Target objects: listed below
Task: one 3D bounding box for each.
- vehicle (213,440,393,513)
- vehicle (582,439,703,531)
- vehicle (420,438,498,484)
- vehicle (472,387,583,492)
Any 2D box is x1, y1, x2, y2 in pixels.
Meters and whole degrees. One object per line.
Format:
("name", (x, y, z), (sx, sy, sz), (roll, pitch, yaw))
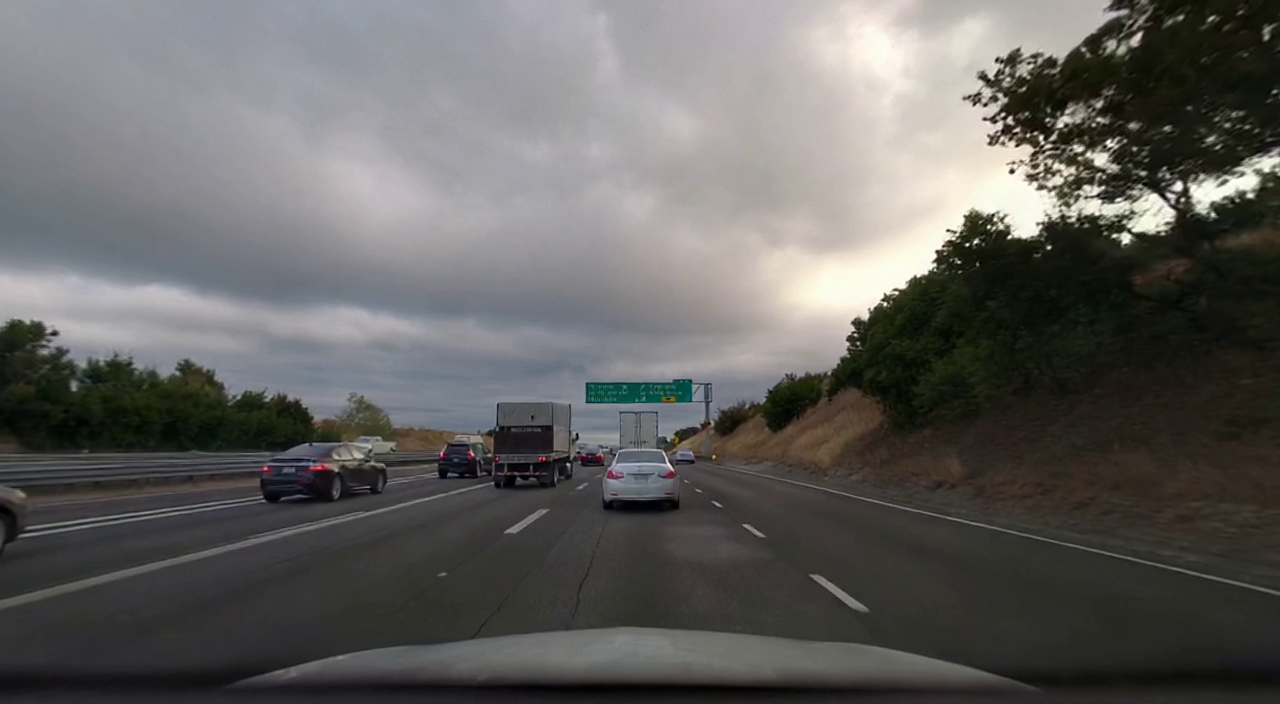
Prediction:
("vehicle", (-8.037, 2.994, 15.690), (1.879, 1.521, 4.623), (-1, -9, 1))
("vehicle", (0.010, 2.472, 12.229), (1.995, 1.495, 3.380), (0, -9, -1))
("vehicle", (-7.558, 4.575, 26.787), (1.952, 1.746, 4.332), (-1, -9, 1))
("vehicle", (-3.931, 3.381, 23.992), (2.812, 3.342, 7.248), (-1, -9, 1))
